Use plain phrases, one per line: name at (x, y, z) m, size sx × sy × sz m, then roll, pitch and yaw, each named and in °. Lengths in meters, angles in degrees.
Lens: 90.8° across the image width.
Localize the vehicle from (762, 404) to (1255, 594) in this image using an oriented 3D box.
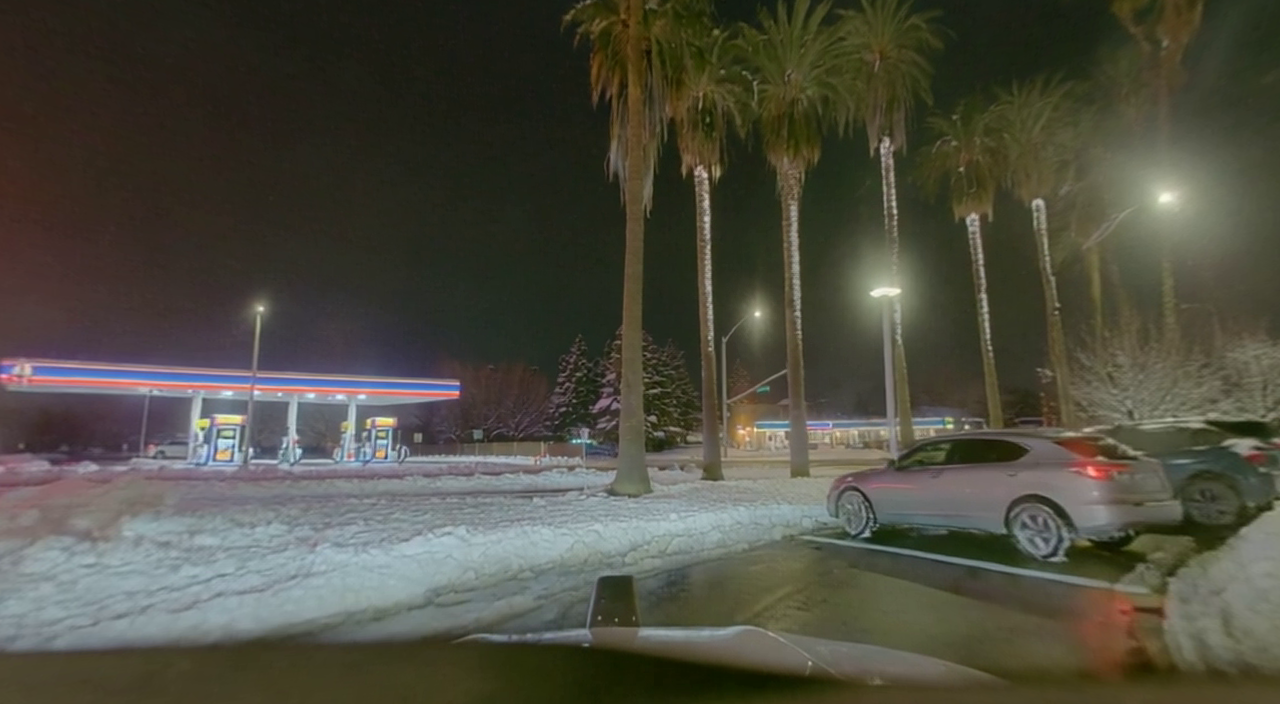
vehicle at (3.801, 1.529, 7.481) m, size 1.937 × 1.490 × 4.564 m, roll 6°, pitch -10°, yaw -34°
